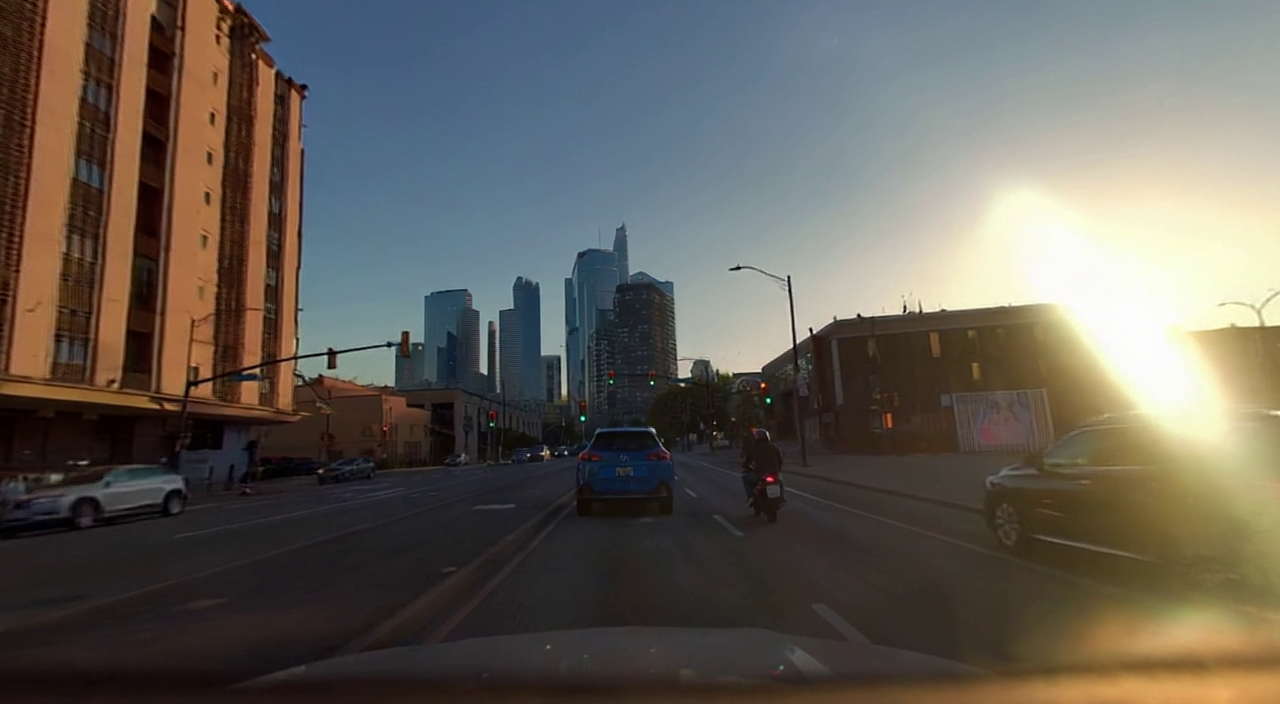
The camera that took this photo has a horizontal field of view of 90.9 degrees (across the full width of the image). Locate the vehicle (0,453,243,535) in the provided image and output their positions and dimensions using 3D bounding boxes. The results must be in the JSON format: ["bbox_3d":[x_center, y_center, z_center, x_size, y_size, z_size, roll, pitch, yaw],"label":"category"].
[{"bbox_3d":[-13.659,3.691,17.230,2.142,1.826,5.471,0,-9,-2],"label":"vehicle"}]

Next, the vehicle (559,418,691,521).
[{"bbox_3d":[-0.256,2.355,13.041,2.265,1.748,4.130,0,-9,0],"label":"vehicle"}]

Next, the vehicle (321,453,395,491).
[{"bbox_3d":[-14.322,6.096,32.310,1.926,1.732,4.635,0,-9,-4],"label":"vehicle"}]

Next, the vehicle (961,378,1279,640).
[{"bbox_3d":[5.249,1.299,5.885,2.030,1.709,4.687,0,-9,0],"label":"vehicle"}]

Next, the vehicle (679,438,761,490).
[{"bbox_3d":[2.488,3.631,20.809,2.101,1.507,4.355,0,-9,-1],"label":"vehicle"}]

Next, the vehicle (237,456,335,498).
[{"bbox_3d":[-18.190,6.410,32.793,2.134,1.915,5.317,0,-9,-2],"label":"vehicle"}]
